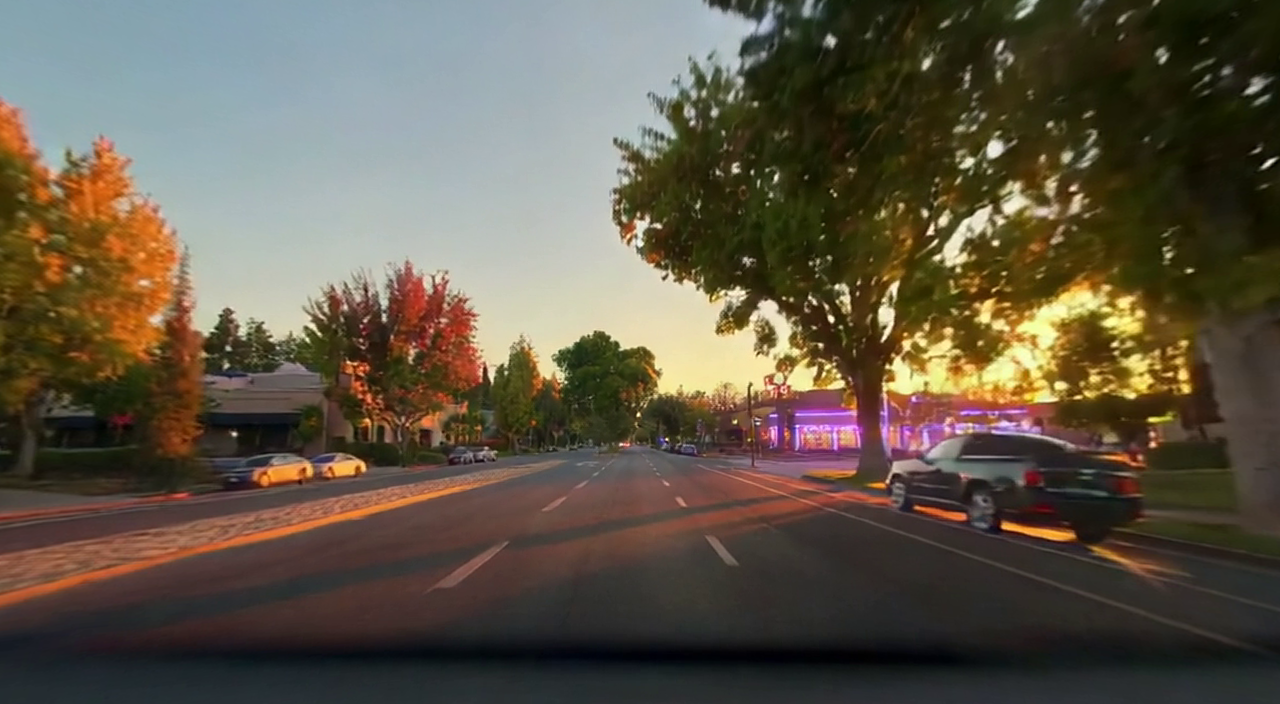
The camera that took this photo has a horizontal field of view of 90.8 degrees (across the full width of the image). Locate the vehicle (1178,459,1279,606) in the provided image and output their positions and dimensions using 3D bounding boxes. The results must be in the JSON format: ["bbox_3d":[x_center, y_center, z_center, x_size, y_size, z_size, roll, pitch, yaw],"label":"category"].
[{"bbox_3d":[7.314,1.615,5.041,1.845,1.428,4.668,0,-9,-2],"label":"vehicle"}]

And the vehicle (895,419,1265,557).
[{"bbox_3d":[7.372,2.360,11.891,2.610,1.915,6.019,0,-9,0],"label":"vehicle"}]

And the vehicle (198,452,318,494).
[{"bbox_3d":[-14.852,4.705,24.913,1.836,1.473,4.413,0,-9,2],"label":"vehicle"}]

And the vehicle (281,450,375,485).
[{"bbox_3d":[-14.782,5.476,30.290,2.124,1.501,4.807,0,-9,-1],"label":"vehicle"}]
